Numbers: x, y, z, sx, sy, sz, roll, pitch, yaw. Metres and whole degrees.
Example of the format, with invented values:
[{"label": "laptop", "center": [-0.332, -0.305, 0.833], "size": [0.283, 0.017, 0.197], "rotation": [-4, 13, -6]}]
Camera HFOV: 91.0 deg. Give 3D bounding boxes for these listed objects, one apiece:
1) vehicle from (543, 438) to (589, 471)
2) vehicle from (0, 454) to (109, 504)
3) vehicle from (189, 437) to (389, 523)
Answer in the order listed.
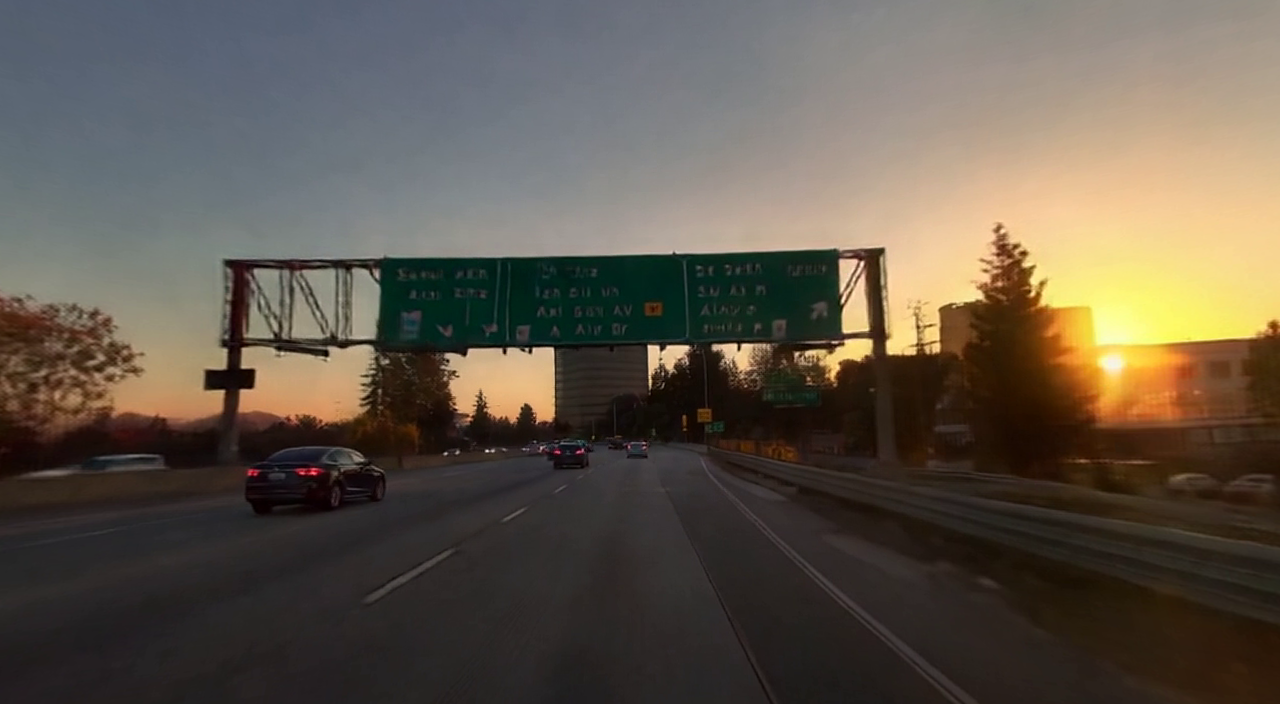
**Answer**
[{"label": "vehicle", "center": [-4.220, 5.925, 36.549], "size": [2.158, 1.717, 4.375], "rotation": [-1, -8, 0]}, {"label": "vehicle", "center": [-24.193, 4.967, 25.030], "size": [1.971, 1.724, 4.694], "rotation": [-1, -8, 1]}, {"label": "vehicle", "center": [-7.911, 2.887, 14.864], "size": [2.071, 1.661, 4.540], "rotation": [-1, -8, 0]}]
